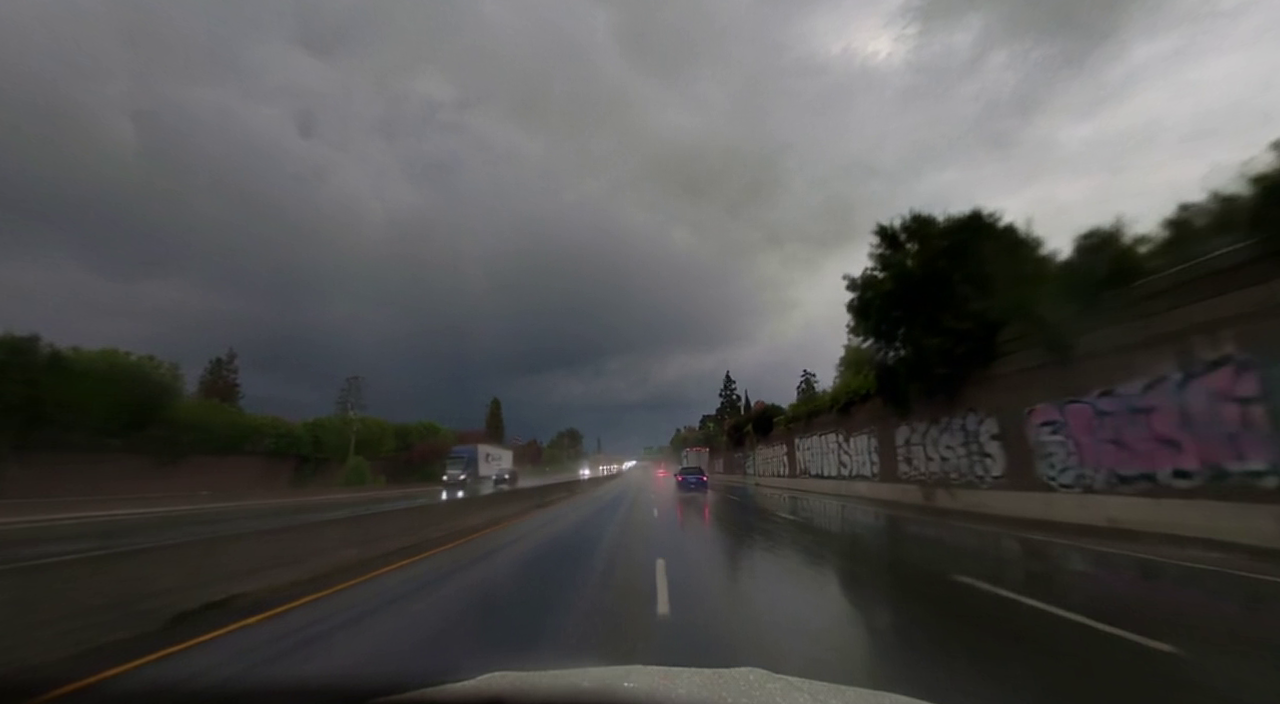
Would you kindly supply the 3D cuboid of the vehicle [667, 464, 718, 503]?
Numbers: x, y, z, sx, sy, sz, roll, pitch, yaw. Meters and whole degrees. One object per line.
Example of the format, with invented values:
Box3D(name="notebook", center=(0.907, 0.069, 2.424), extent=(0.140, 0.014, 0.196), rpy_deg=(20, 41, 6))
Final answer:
Box3D(name="vehicle", center=(2.302, 5.865, 28.373), extent=(2.011, 1.574, 3.512), rpy_deg=(2, -10, 1))
